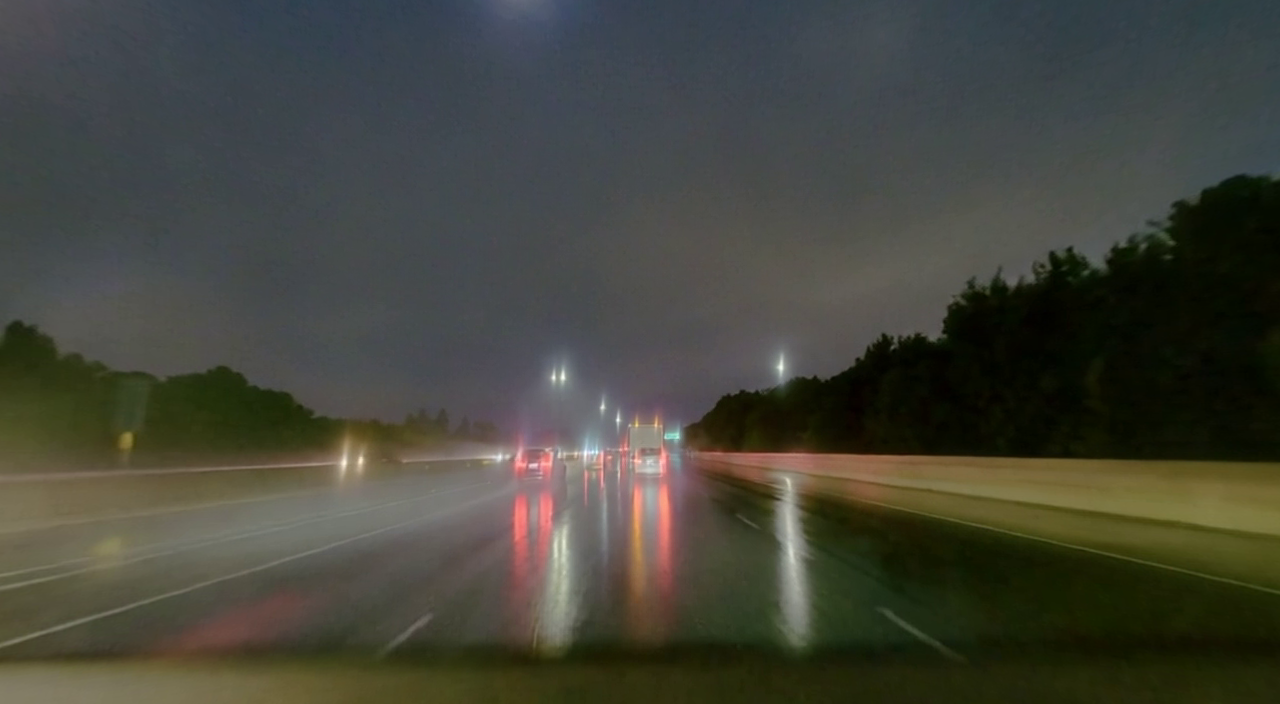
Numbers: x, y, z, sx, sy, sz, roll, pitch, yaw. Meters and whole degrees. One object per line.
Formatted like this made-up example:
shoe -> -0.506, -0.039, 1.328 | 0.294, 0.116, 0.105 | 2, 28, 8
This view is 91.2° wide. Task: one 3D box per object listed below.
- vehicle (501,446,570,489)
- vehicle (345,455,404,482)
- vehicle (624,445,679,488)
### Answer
vehicle -> -4.020, 4.522, 24.847 | 1.940, 1.502, 4.463 | -1, -9, 1
vehicle -> -16.852, 7.378, 39.954 | 1.874, 1.538, 4.116 | -1, -9, 1
vehicle -> 0.398, 4.546, 25.161 | 2.015, 1.526, 4.286 | 0, -9, -1
